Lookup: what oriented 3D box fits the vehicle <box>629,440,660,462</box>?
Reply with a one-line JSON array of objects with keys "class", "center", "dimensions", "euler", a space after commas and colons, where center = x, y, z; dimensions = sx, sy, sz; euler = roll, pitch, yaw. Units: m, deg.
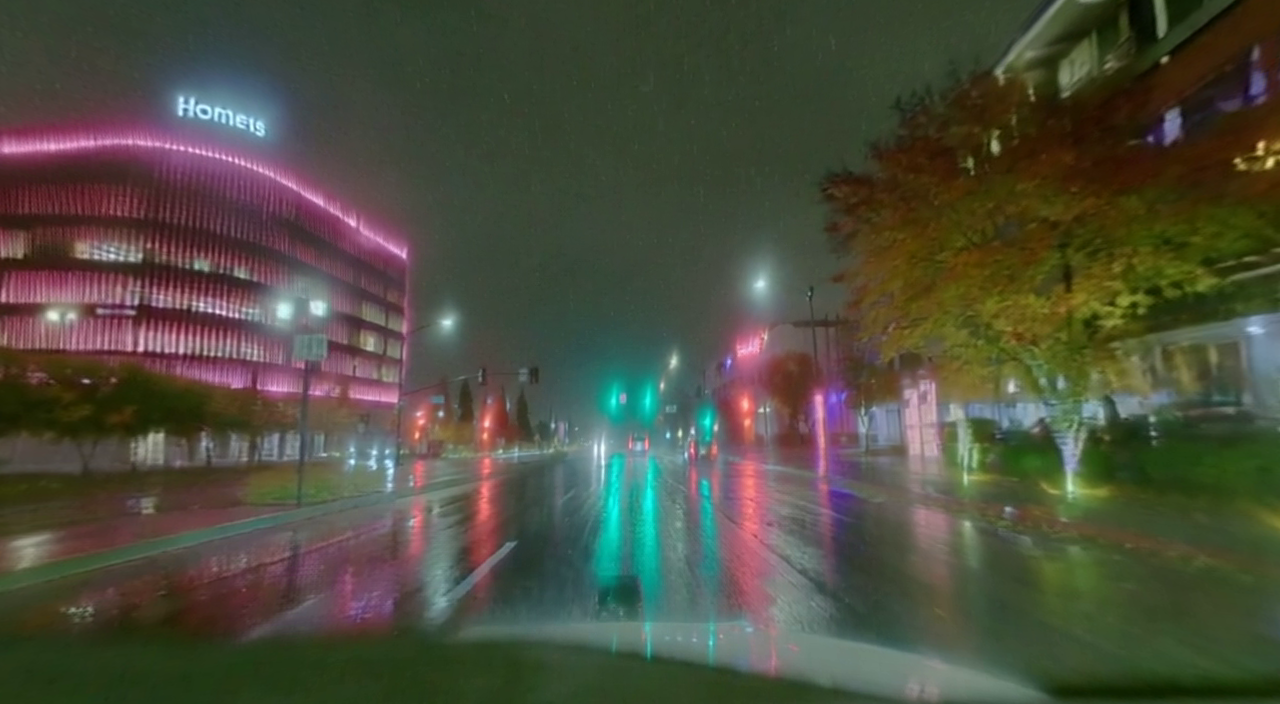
[{"class": "vehicle", "center": [0.277, 7.091, 45.127], "dimensions": [2.014, 1.525, 4.197], "euler": [0, -9, -2]}]

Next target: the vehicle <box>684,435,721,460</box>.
[{"class": "vehicle", "center": [4.641, 7.171, 47.299], "dimensions": [2.174, 1.749, 4.739], "euler": [0, -9, -2]}]
